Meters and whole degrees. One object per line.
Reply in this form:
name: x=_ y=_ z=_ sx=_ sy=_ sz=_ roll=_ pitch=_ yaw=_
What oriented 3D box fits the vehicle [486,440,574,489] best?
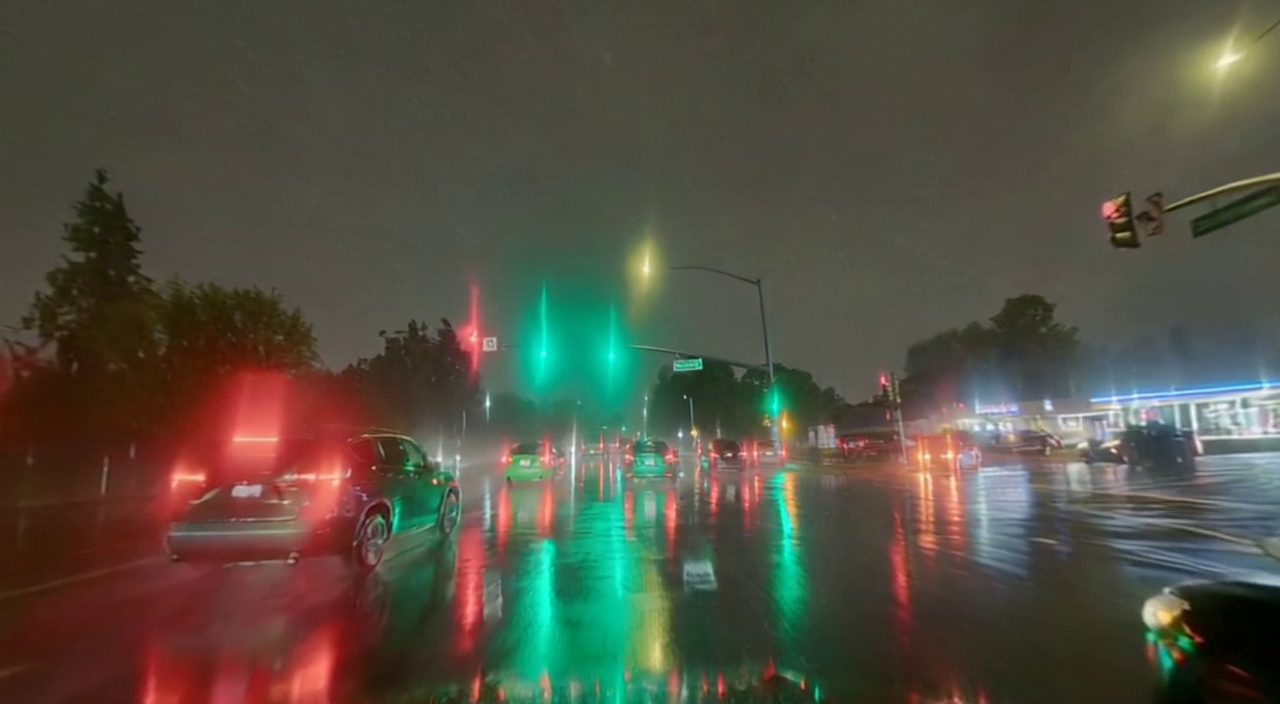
vehicle: x=-3.485 y=3.650 z=20.888 sx=1.995 sy=1.436 sz=4.500 roll=0 pitch=-8 yaw=2

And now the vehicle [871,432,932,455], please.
vehicle: x=18.085 y=6.399 z=43.873 sx=2.081 sy=1.482 sz=4.860 roll=0 pitch=-8 yaw=-1

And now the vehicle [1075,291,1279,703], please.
vehicle: x=3.273 y=0.501 z=0.942 sx=1.992 sy=1.805 sz=4.549 roll=0 pitch=-8 yaw=1

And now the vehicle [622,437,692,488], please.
vehicle: x=0.542 y=3.435 z=19.939 sx=1.994 sy=1.433 sz=3.894 roll=0 pitch=-8 yaw=2

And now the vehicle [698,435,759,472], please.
vehicle: x=3.721 y=4.377 z=27.398 sx=1.920 sy=1.479 sz=4.548 roll=0 pitch=-8 yaw=-1

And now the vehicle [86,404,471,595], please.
vehicle: x=-3.885 y=1.668 z=8.120 sx=2.023 sy=1.687 sz=4.874 roll=0 pitch=-8 yaw=1
